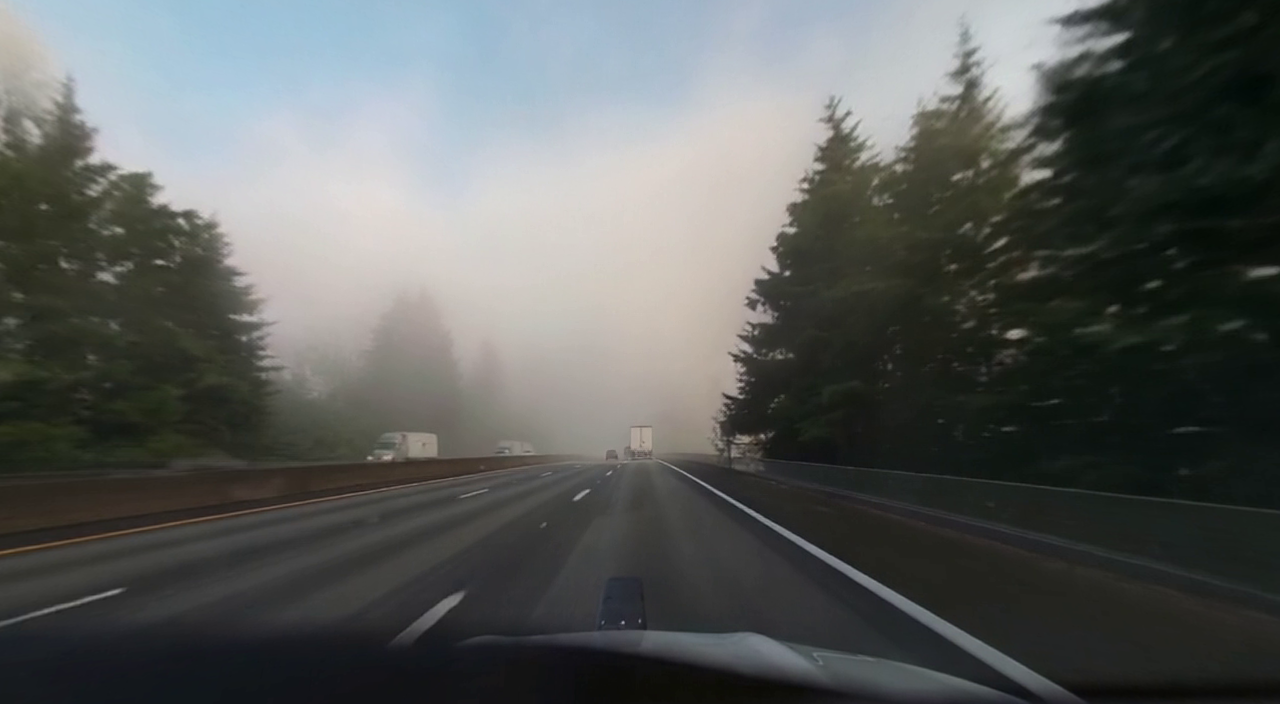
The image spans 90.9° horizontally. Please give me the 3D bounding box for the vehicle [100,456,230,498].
[{"bbox_3d":[-18.782,4.942,25.221,1.819,1.458,4.282,0,-9,1],"label":"vehicle"}]
